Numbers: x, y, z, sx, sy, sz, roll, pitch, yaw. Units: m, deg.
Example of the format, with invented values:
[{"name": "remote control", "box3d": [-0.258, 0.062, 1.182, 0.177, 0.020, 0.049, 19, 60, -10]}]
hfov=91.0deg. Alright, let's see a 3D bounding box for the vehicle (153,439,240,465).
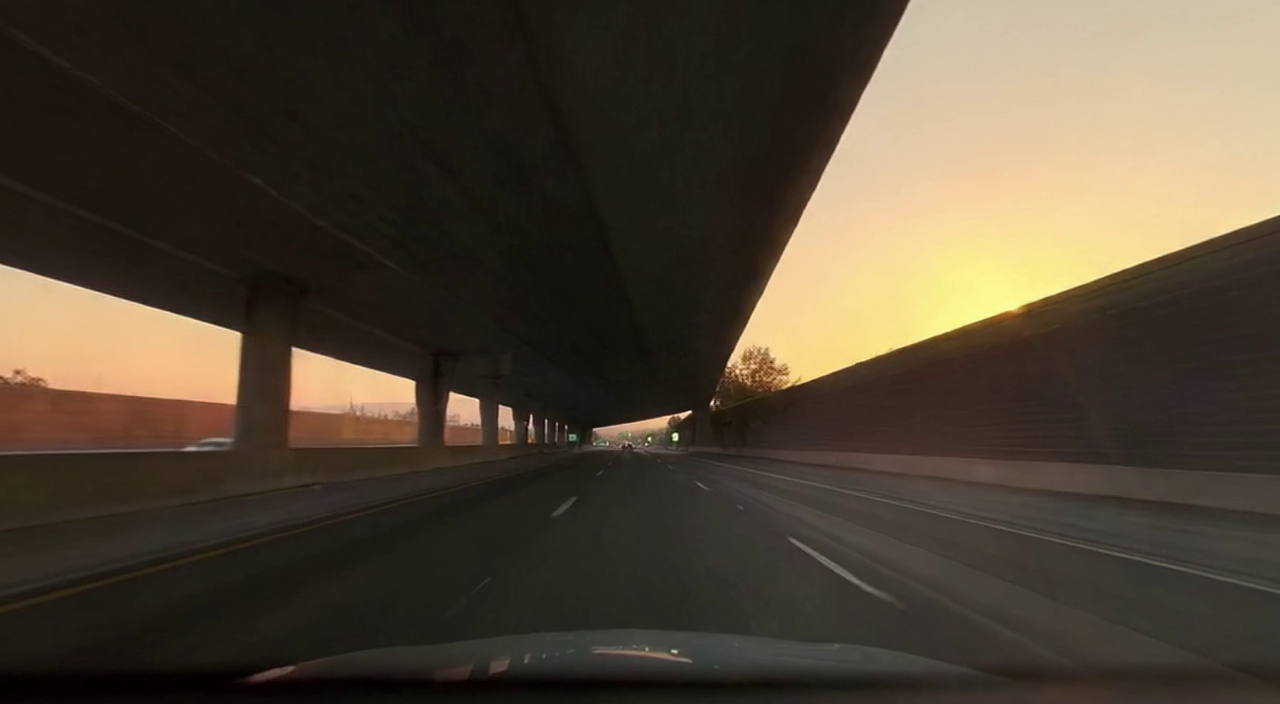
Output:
[{"name": "vehicle", "box3d": [-27.870, 6.280, 39.781, 2.031, 1.480, 4.698, -1, -8, 1]}]
